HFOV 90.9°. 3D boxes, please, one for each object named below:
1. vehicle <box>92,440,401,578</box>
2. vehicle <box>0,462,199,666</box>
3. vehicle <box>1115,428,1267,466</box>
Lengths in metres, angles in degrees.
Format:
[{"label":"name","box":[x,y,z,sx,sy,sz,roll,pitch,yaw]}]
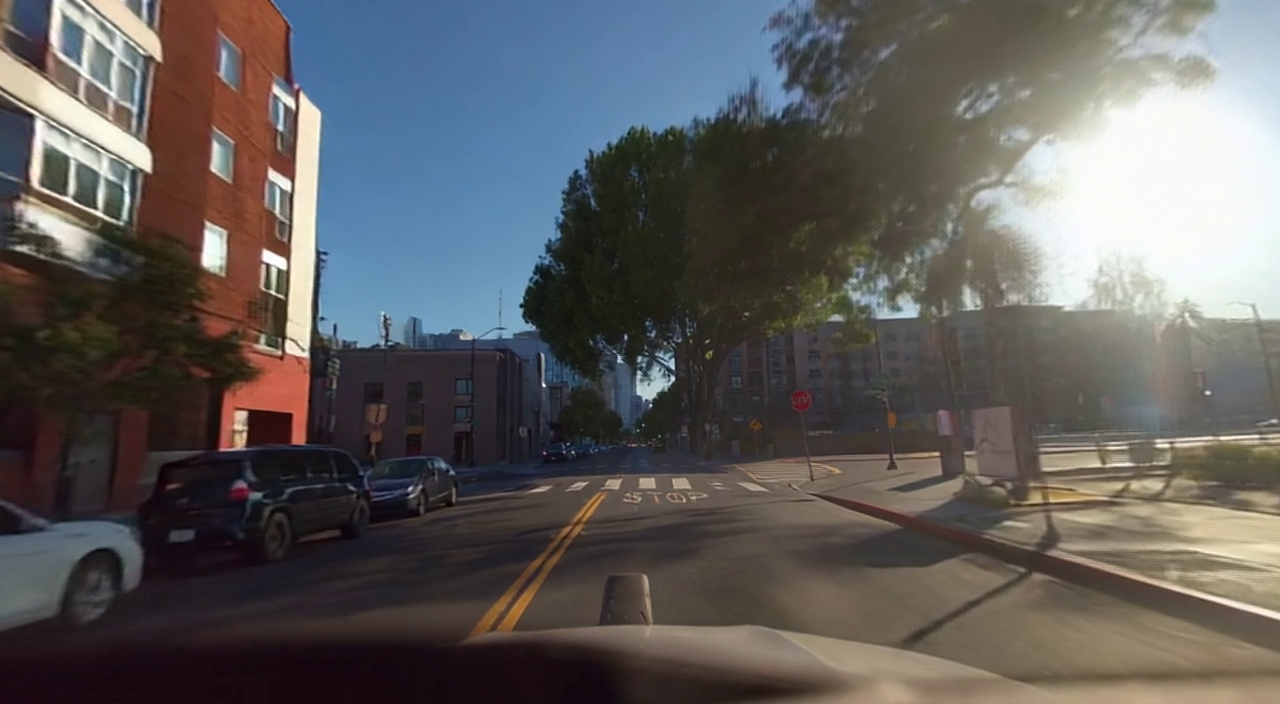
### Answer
[{"label":"vehicle","box":[-5.606,2.229,9.908,1.901,1.631,4.570,0,-8,0]},{"label":"vehicle","box":[-5.710,1.528,4.285,2.131,1.407,4.547,0,-8,0]},{"label":"vehicle","box":[22.378,3.878,25.726,4.347,1.476,1.926,0,-9,0]}]
